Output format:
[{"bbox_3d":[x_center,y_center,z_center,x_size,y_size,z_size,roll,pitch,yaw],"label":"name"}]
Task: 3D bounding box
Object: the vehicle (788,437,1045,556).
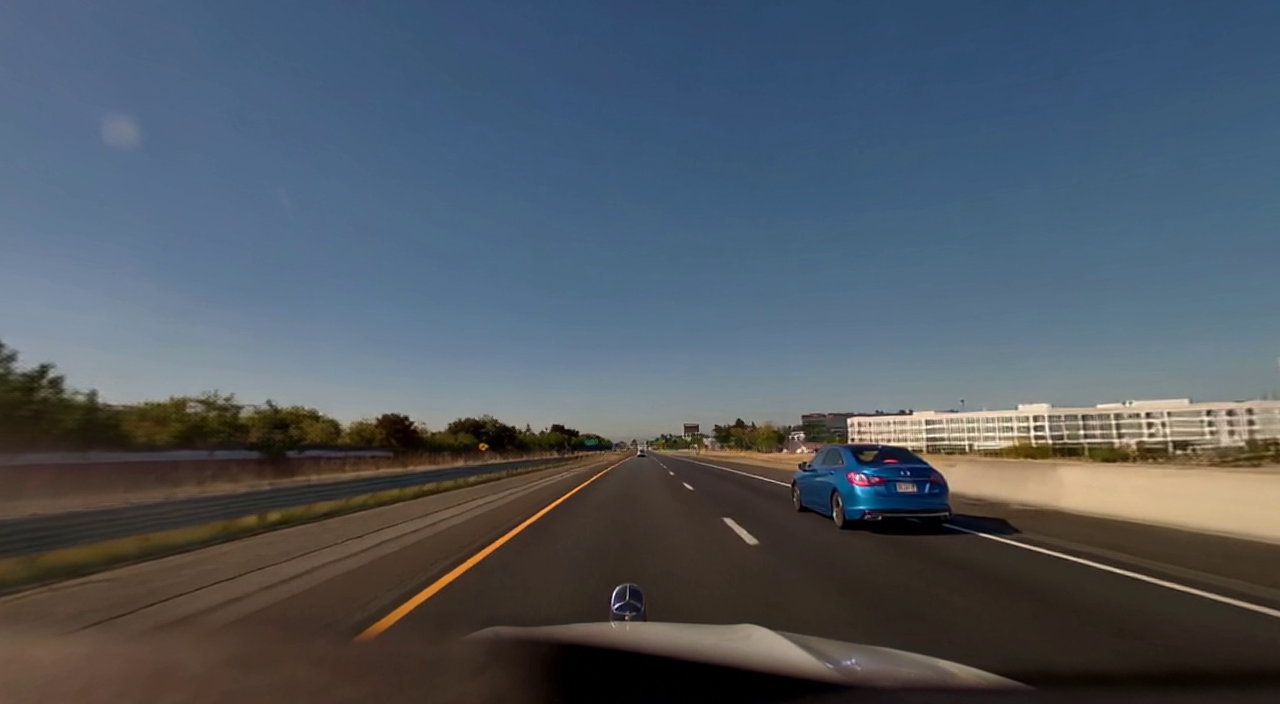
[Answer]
[{"bbox_3d":[4.103,2.207,10.502,2.053,1.490,4.799,0,-8,-1],"label":"vehicle"}]
